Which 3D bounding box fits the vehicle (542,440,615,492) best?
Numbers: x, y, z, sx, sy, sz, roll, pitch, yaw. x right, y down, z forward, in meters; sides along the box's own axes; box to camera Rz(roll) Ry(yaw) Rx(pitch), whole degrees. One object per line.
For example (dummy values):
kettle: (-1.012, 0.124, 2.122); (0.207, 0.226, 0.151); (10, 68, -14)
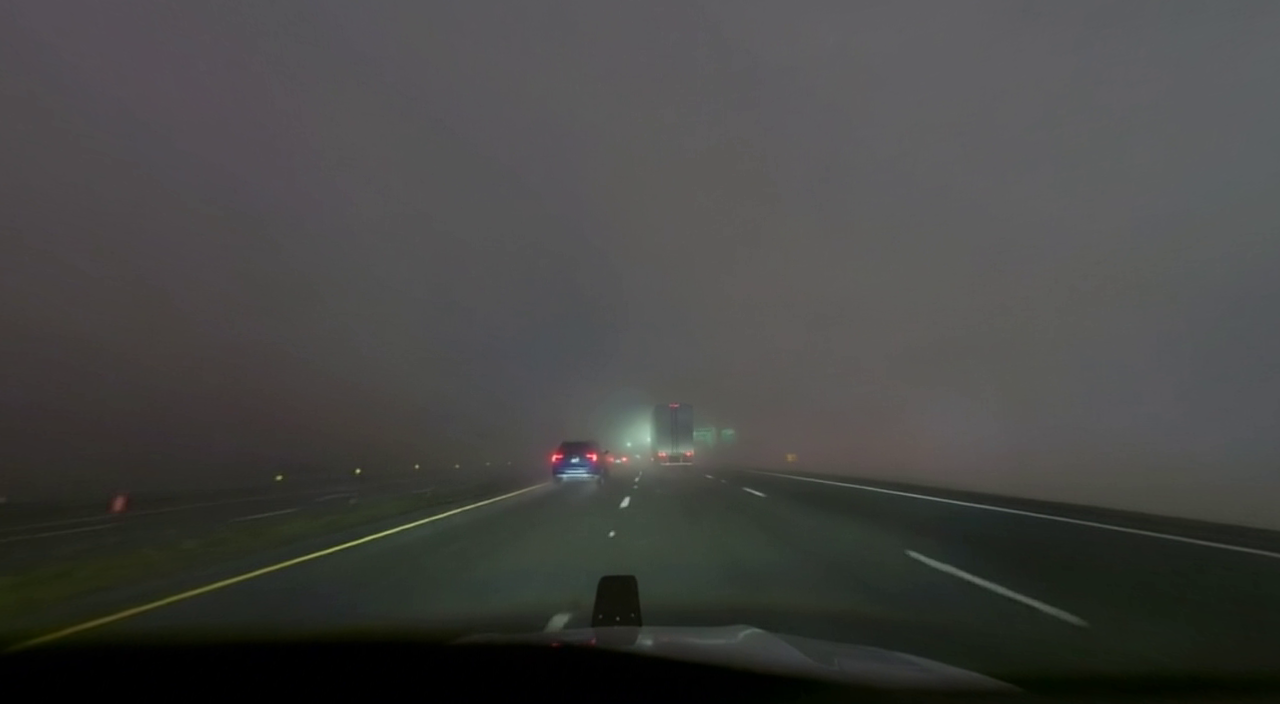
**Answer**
vehicle: (-2.132, 4.094, 22.902); (2.160, 1.691, 4.243); (0, -9, 1)
